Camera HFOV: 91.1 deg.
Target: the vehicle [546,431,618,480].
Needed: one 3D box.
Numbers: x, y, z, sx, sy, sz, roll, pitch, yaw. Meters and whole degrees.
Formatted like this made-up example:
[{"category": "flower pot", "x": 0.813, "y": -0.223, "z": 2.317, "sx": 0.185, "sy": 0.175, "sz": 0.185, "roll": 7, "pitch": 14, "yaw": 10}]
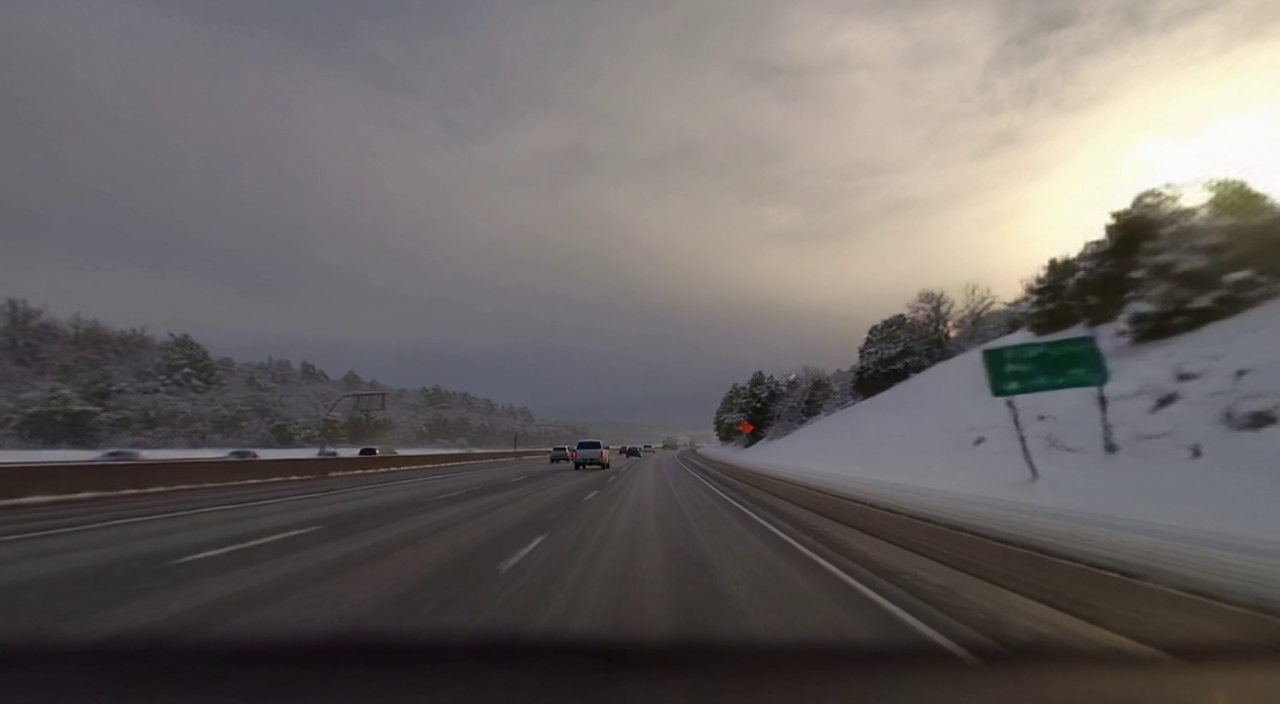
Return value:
[{"category": "vehicle", "x": -2.332, "y": 4.388, "z": 26.871, "sx": 2.413, "sy": 1.896, "sz": 5.218, "roll": 0, "pitch": -8, "yaw": 2}]
